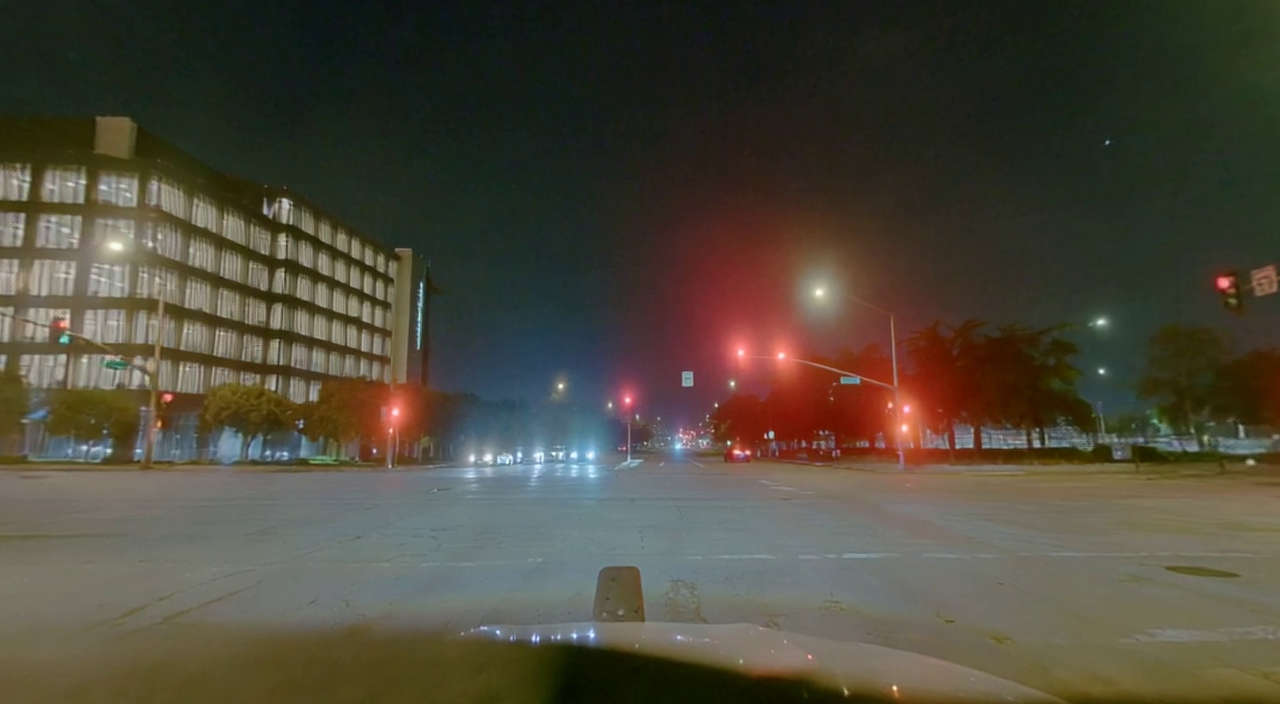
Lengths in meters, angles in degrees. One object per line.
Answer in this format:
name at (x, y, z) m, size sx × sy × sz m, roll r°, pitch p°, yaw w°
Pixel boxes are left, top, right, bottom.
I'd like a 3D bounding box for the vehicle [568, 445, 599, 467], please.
vehicle at (-4.390, 8.131, 49.747) m, size 2.130 × 1.613 × 4.121 m, roll 0°, pitch -8°, yaw 0°
